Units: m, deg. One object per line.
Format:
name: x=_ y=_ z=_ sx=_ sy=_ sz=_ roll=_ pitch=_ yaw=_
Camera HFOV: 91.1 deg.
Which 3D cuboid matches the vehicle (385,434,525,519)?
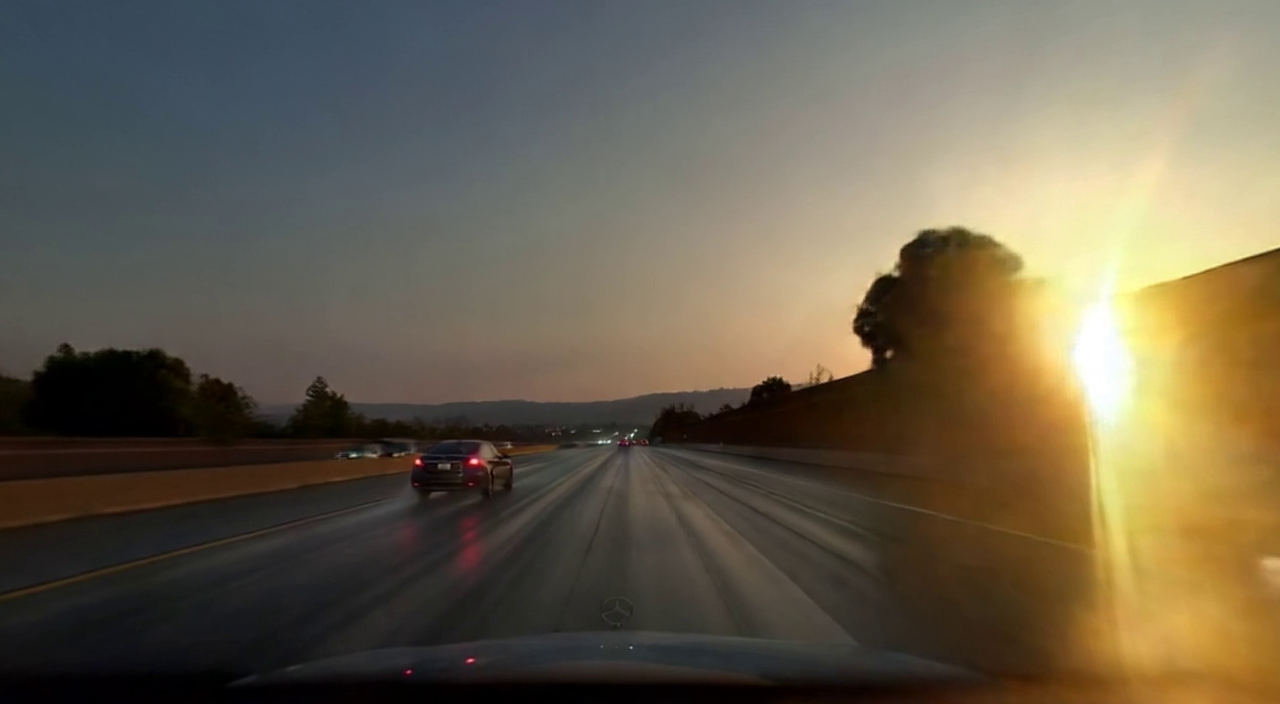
vehicle: x=-4.140 y=2.831 z=14.945 sx=2.063 sy=1.661 sz=4.439 roll=1 pitch=-8 yaw=-2
